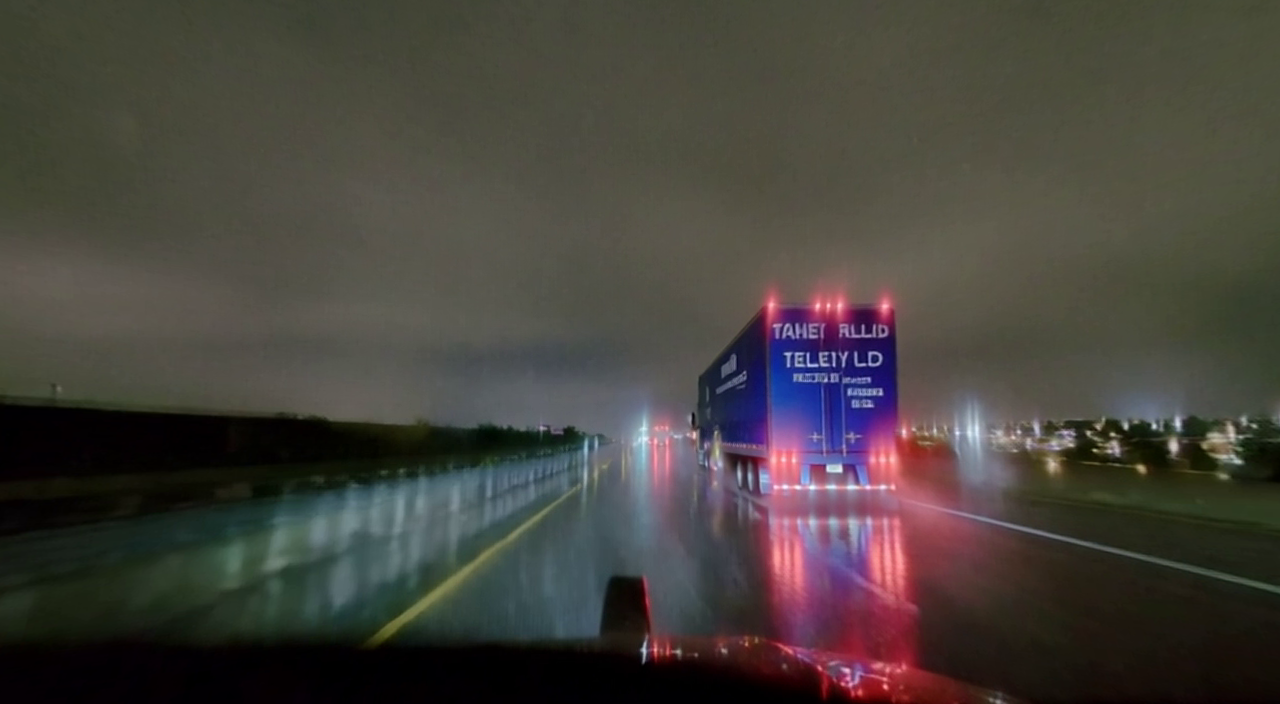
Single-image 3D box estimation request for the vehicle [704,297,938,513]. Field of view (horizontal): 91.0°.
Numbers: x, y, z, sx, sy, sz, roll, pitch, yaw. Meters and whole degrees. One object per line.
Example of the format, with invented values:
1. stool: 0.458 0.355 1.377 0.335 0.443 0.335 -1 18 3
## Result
1. vehicle: 4.090 1.942 18.906 3.006 4.093 14.142 0 -8 1
